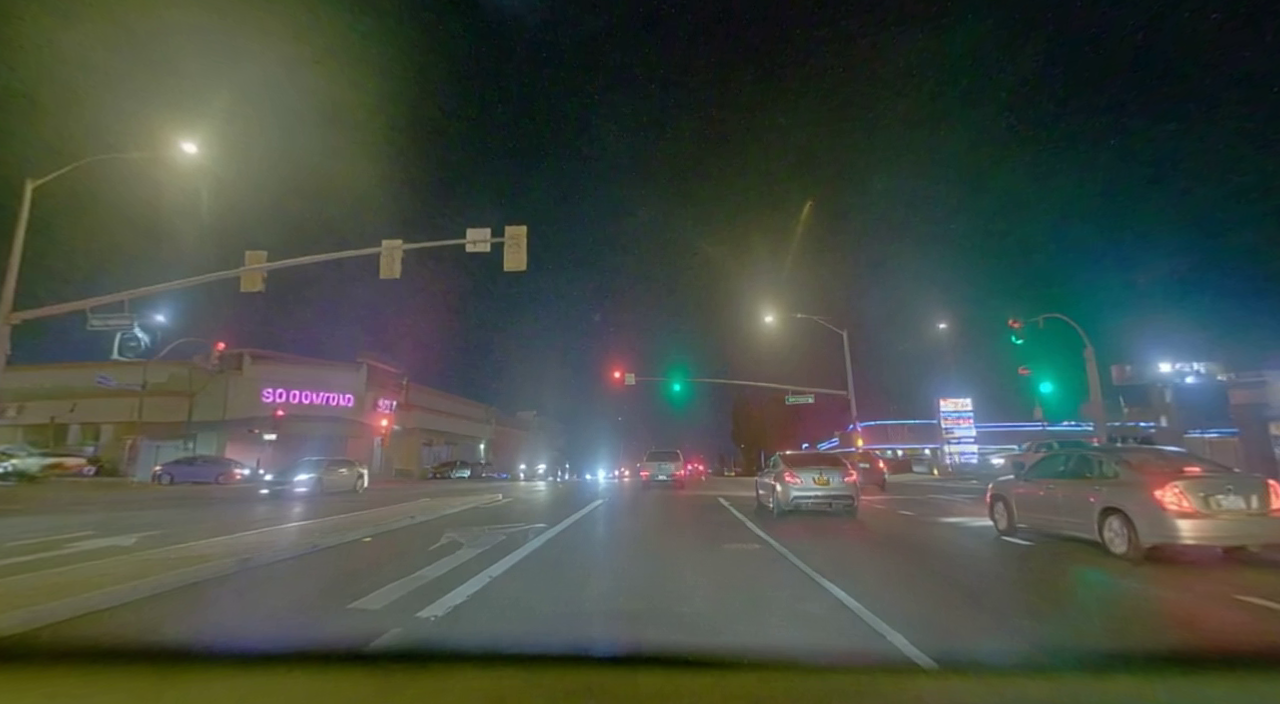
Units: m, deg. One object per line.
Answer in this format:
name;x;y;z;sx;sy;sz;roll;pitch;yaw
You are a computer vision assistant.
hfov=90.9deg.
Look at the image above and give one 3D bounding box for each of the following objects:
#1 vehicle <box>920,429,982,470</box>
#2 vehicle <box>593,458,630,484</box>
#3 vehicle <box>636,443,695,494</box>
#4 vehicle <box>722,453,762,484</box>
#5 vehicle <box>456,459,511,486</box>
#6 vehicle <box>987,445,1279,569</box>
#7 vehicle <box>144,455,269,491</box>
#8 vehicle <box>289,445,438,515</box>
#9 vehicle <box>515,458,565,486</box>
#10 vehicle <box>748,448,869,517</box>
vehicle;20.193;6.298;40.838;2.521;2.491;5.455;-8;-11;35
vehicle;-2.011;8.675;46.226;2.041;1.494;4.647;-3;-6;5
vehicle;1.110;4.678;25.759;2.210;1.861;4.280;-1;-8;4
vehicle;6.272;7.174;39.061;2.036;1.719;4.318;-1;-8;4
vehicle;-9.865;7.627;40.163;1.938;1.506;4.771;-1;-8;5
vehicle;7.668;2.200;9.921;1.911;1.466;4.572;0;-8;2
vehicle;-19.355;5.363;28.249;4.404;1.462;2.075;-2;-8;12
vehicle;-7.560;3.489;17.841;1.995;1.718;4.442;0;-8;3
vehicle;-6.253;7.539;39.917;1.993;1.491;4.673;-1;-8;5
vehicle;4.120;3.233;16.279;1.963;1.484;4.609;0;-8;1
